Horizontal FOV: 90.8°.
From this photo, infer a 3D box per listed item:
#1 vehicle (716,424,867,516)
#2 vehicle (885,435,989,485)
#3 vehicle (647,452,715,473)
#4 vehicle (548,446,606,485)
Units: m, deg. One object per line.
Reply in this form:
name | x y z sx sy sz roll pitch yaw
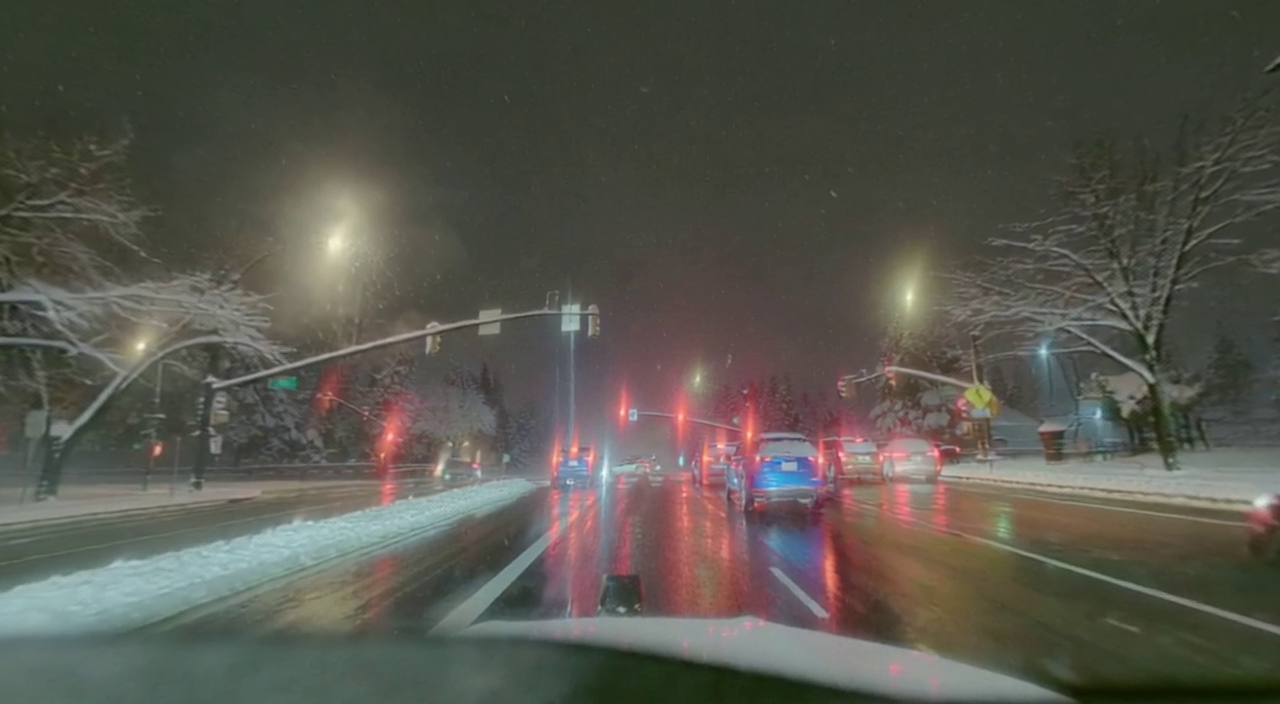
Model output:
vehicle | 3.204 2.645 14.586 2.247 1.738 4.818 0 -9 0
vehicle | 11.459 4.198 24.747 1.971 1.746 4.271 0 -9 1
vehicle | 3.012 8.202 46.973 4.912 1.479 1.882 -1 -9 0
vehicle | -2.632 4.843 27.206 1.969 1.513 3.773 -1 -9 2
